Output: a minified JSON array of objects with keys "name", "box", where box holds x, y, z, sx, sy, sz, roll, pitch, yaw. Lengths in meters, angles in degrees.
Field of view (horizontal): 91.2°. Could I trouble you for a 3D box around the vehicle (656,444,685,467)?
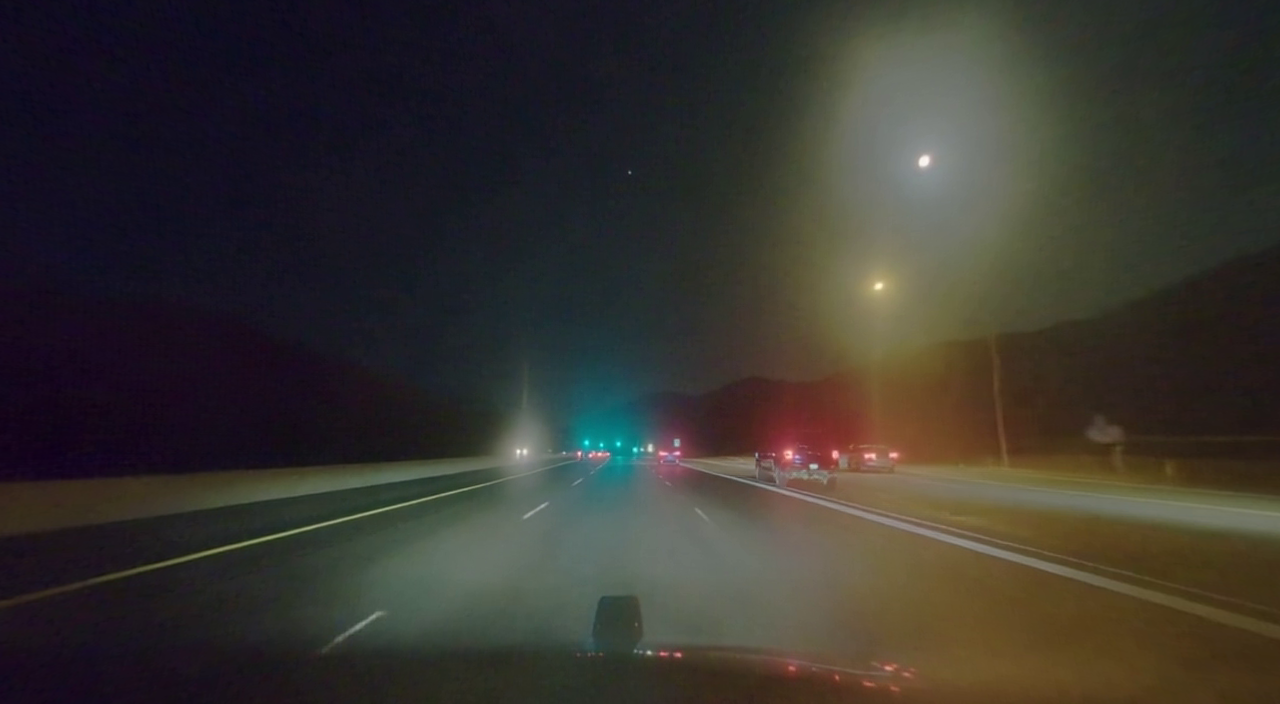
[{"name":"vehicle","box":[2.211,7.704,46.726,1.895,1.555,4.030,-1,-9,0]}]
